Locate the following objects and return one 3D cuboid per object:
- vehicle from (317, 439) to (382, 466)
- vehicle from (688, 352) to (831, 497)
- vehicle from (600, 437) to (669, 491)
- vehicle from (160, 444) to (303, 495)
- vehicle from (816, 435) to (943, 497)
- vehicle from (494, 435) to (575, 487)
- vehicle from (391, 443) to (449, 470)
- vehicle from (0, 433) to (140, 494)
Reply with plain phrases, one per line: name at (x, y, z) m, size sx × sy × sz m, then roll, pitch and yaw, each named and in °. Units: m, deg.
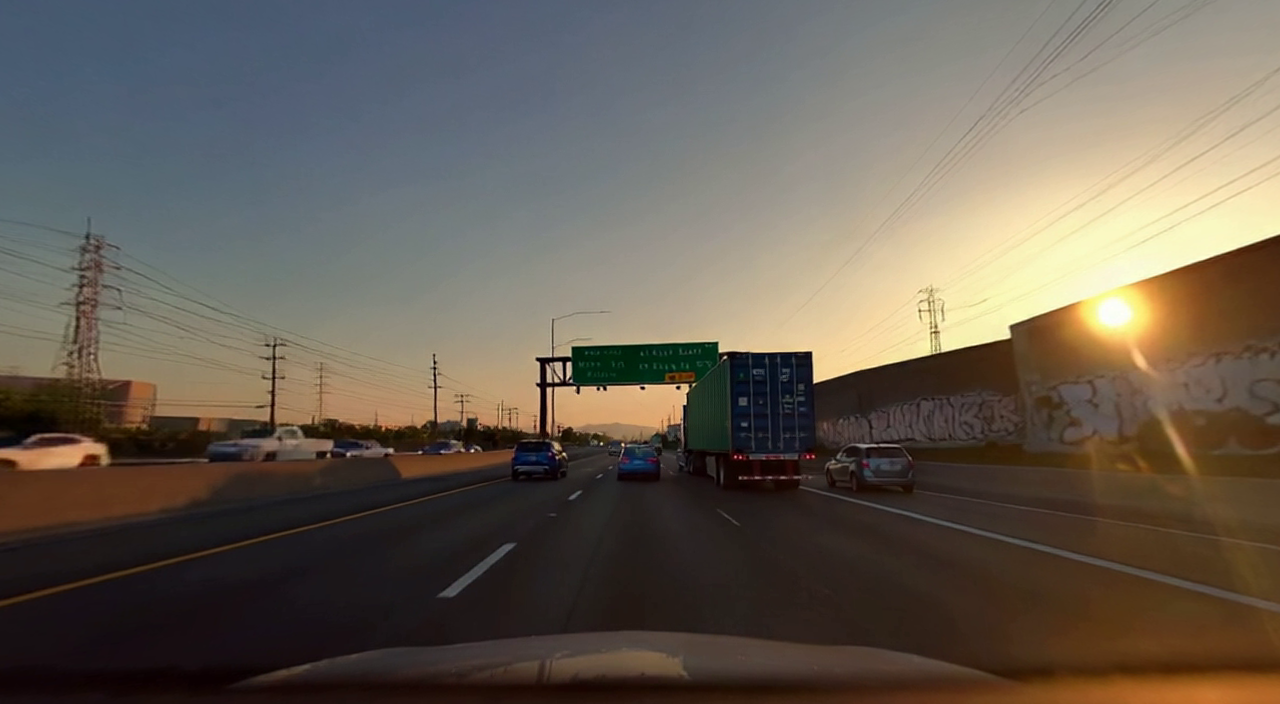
vehicle at (-21.560, 7.499, 47.166) m, size 2.189 × 1.902 × 5.881 m, roll 0°, pitch -9°, yaw -2°
vehicle at (3.816, 2.998, 24.187) m, size 2.800 × 4.039 × 13.179 m, roll 0°, pitch -9°, yaw 0°
vehicle at (-0.183, 3.885, 22.240) m, size 2.191 × 1.685 × 4.015 m, roll 0°, pitch -9°, yaw 0°
vehicle at (-13.321, 3.818, 20.977) m, size 1.921 × 1.494 × 4.348 m, roll 0°, pitch -9°, yaw -2°
vehicle at (7.389, 3.575, 20.154) m, size 2.202 × 1.731 × 4.628 m, roll 0°, pitch -9°, yaw 0°
vehicle at (-3.990, 4.228, 24.741) m, size 2.264 × 1.804 × 4.584 m, roll 0°, pitch -9°, yaw 2°
vehicle at (-13.502, 6.437, 39.062) m, size 2.019 × 1.587 × 4.565 m, roll 0°, pitch -9°, yaw -2°
vehicle at (-20.742, 3.817, 21.910) m, size 2.215 × 1.849 × 5.735 m, roll 0°, pitch -9°, yaw -1°
